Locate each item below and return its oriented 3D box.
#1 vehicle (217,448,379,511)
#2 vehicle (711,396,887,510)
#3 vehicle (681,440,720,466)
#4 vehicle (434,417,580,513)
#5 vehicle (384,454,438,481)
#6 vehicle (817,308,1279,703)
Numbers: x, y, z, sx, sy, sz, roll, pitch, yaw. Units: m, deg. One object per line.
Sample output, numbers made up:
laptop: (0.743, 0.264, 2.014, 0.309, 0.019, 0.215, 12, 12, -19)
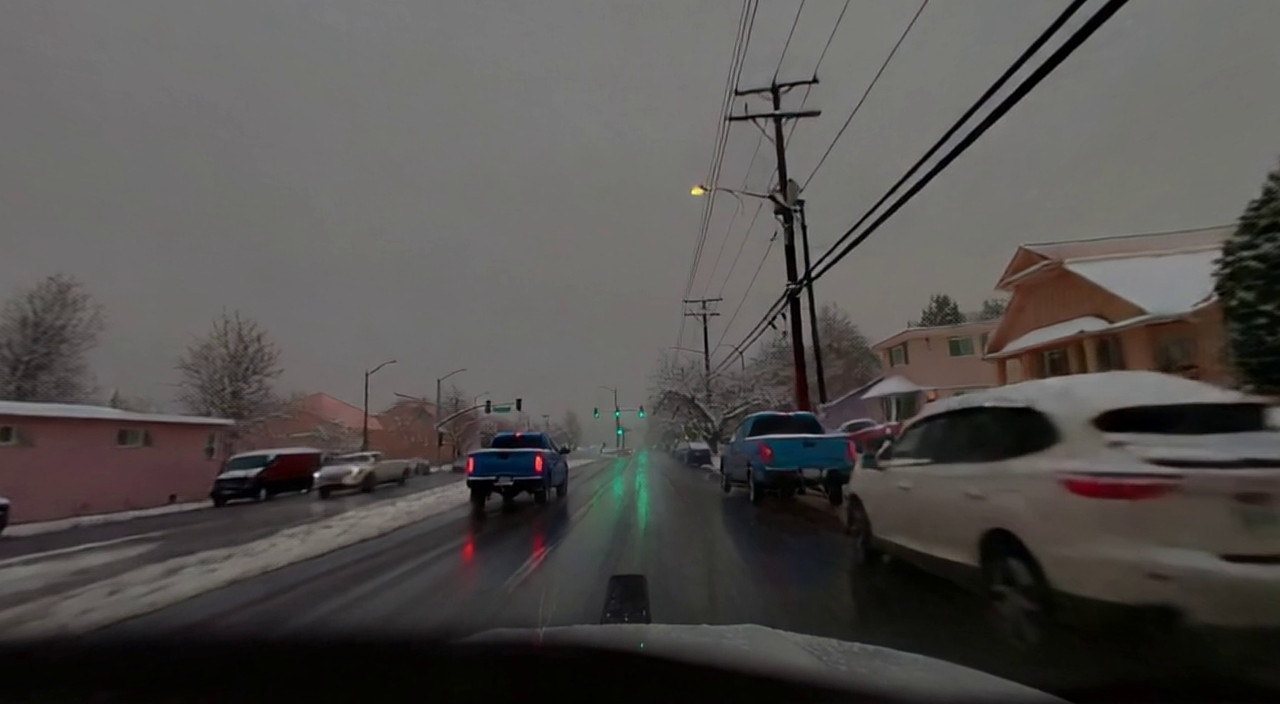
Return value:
vehicle: (-11.636, 4.329, 22.099, 2.429, 1.857, 5.587, -1, -9, 2)
vehicle: (3.203, 2.305, 14.580, 2.415, 2.004, 6.589, -1, -9, 1)
vehicle: (3.777, 6.398, 40.035, 2.012, 1.491, 4.333, -1, -9, 0)
vehicle: (-2.923, 2.672, 15.334, 2.242, 1.890, 5.306, -1, -9, 2)
vehicle: (-15.225, 7.685, 42.168, 2.026, 1.617, 3.933, -1, -8, 2)
vehicle: (3.144, 1.031, 4.848, 2.052, 1.750, 4.679, 0, -9, -2)
